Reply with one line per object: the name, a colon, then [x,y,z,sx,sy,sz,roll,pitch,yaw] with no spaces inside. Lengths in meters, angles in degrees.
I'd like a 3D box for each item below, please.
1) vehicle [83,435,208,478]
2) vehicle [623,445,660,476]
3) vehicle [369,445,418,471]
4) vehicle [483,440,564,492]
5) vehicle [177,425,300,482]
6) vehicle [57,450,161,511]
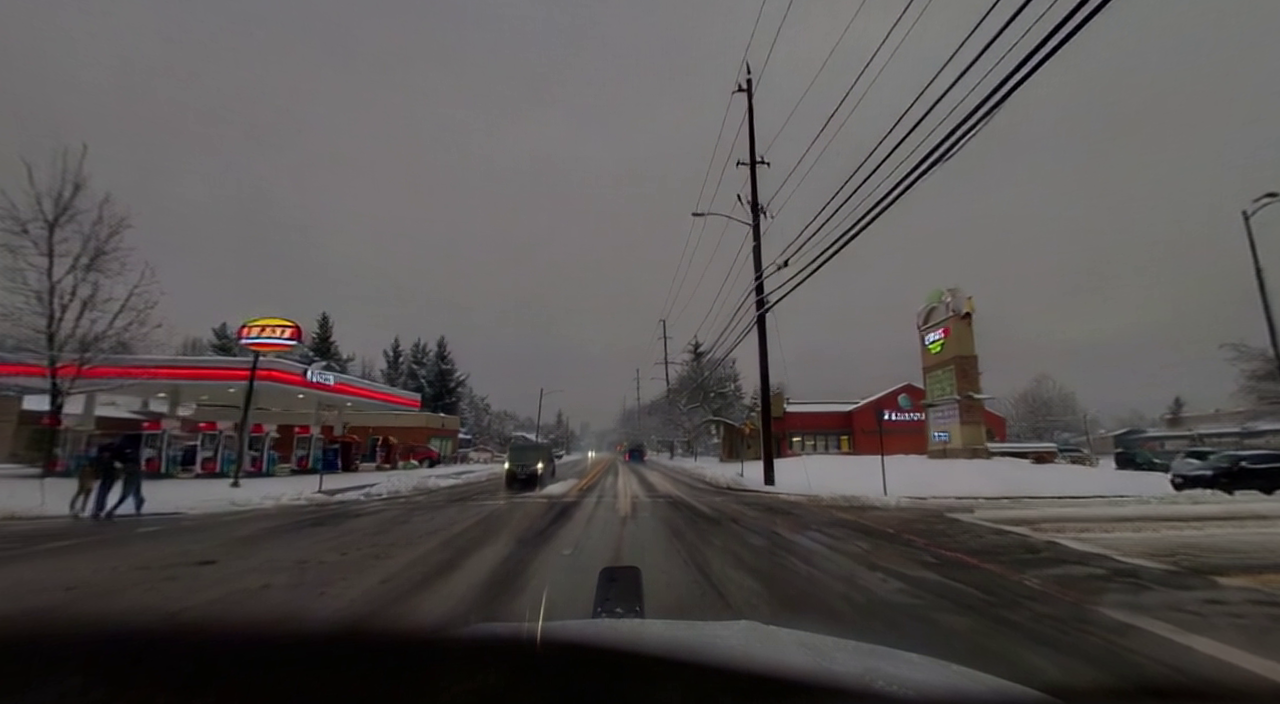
vehicle: [-20.097,4.336,25.964,1.913,1.591,4.374,2,-10,-6]
vehicle: [0.022,6.224,36.473,2.000,1.663,4.271,0,-9,-2]
vehicle: [-17.608,7.571,45.386,1.890,1.761,4.578,1,-9,-4]
vehicle: [-4.506,4.483,25.262,2.274,1.844,4.843,0,-9,0]
vehicle: [-17.728,4.514,28.236,2.499,2.309,4.613,0,-9,-2]
vehicle: [-15.635,3.634,18.497,1.928,1.487,5.116,8,-12,-42]
